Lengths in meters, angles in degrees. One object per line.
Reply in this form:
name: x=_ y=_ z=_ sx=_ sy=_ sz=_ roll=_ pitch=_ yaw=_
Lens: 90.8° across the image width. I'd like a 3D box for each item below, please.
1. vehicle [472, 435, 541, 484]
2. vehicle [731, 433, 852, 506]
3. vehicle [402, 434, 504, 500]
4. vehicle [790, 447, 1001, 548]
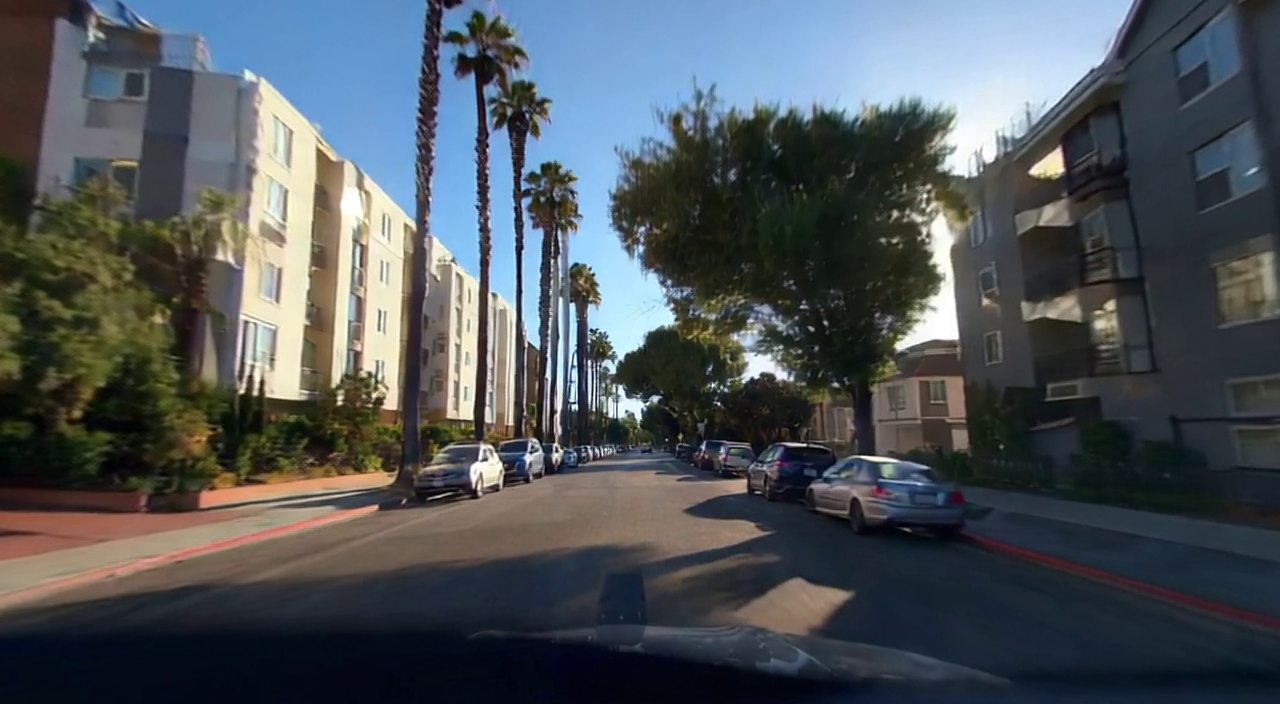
vehicle: x=-5.573 y=4.532 z=27.003 sx=2.087 sy=1.896 sz=4.554 roll=0 pitch=-8 yaw=-1
vehicle: x=4.151 y=3.319 z=18.347 sx=2.201 sy=1.787 sz=5.007 roll=0 pitch=-8 yaw=-1
vehicle: x=-5.800 y=3.600 z=20.230 sx=1.947 sy=1.806 sz=4.413 roll=2 pitch=-8 yaw=-1
vehicle: x=4.335 y=2.504 z=11.663 sx=1.909 sy=1.449 sz=4.513 roll=0 pitch=-8 yaw=-2
